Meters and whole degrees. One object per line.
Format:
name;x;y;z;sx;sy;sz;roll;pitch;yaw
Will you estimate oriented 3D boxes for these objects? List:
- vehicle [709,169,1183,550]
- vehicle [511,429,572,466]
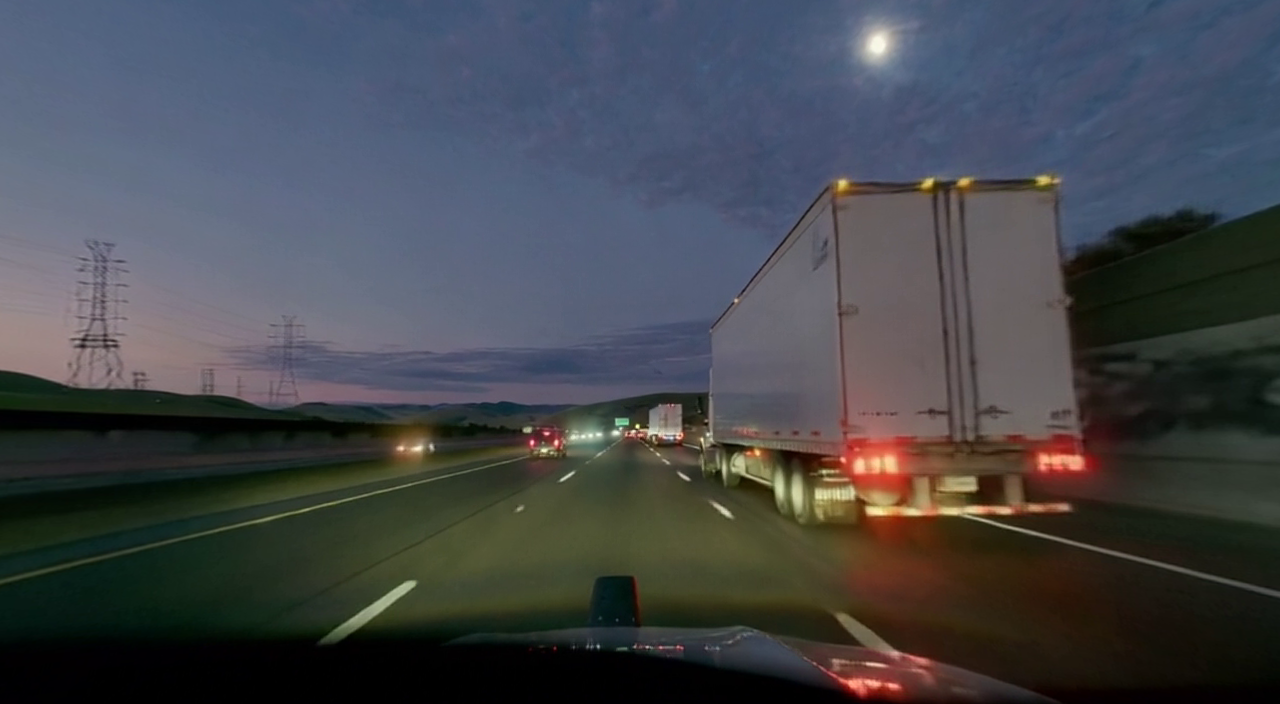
vehicle;3.606;0.750;11.838;3.060;3.842;11.095;0;-8;-2
vehicle;-4.245;4.182;27.867;1.965;1.486;4.448;0;-8;0
